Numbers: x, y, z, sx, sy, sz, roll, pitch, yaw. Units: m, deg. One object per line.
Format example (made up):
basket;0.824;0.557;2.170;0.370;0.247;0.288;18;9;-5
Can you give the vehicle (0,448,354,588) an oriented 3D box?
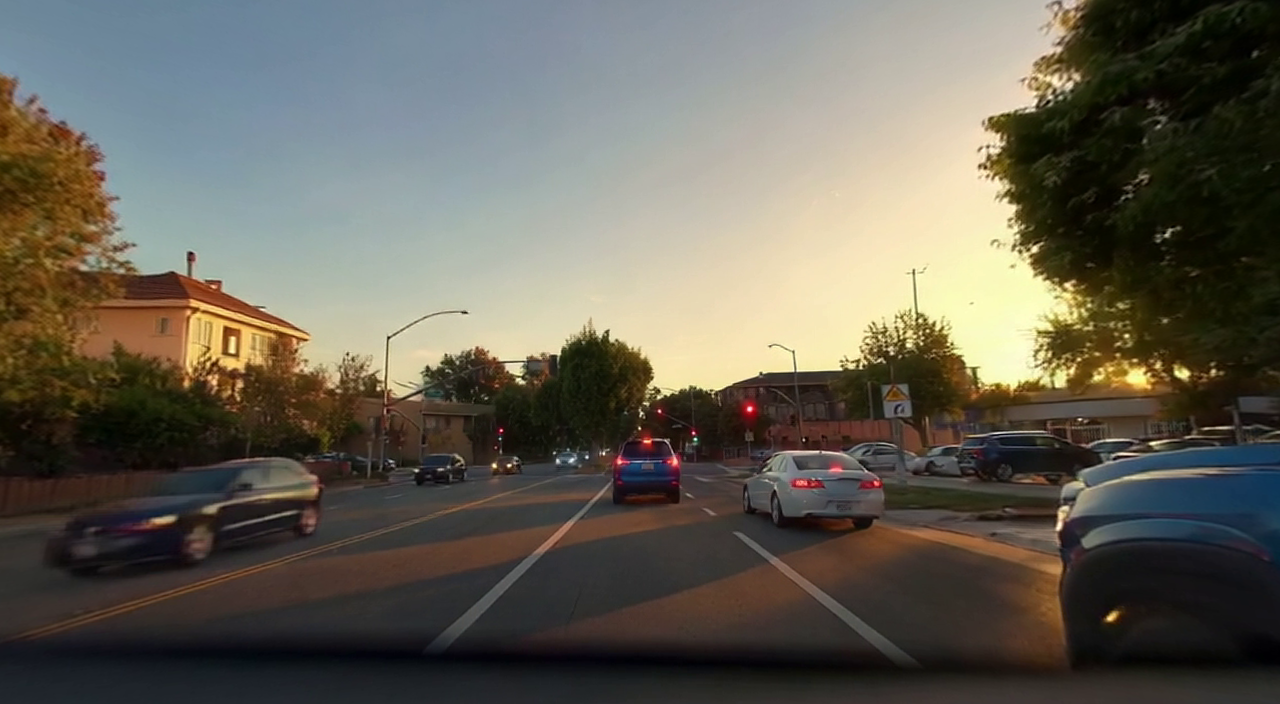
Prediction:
vehicle;-6.321;2.168;9.191;2.054;1.478;4.584;0;-9;0

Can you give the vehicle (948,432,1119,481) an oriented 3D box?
vehicle;13.651;3.631;21.986;4.648;1.583;2.018;0;-9;-2

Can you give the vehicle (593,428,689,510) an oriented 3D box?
vehicle;-0.004;3.134;17.248;2.296;1.947;4.168;0;-9;-1

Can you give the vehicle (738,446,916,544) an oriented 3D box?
vehicle;3.263;2.557;12.017;1.900;1.478;4.425;0;-9;-2

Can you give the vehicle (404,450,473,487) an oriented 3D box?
vehicle;-10.587;6.106;33.380;2.161;1.764;4.725;0;-9;-1

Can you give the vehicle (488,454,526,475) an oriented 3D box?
vehicle;-10.280;8.707;48.814;1.962;1.458;4.505;0;-9;0

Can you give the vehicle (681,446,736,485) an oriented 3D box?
vehicle;3.267;5.481;30.698;2.138;1.729;4.178;0;-9;-1

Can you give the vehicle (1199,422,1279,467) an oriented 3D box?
vehicle;26.336;3.840;26.034;4.288;1.776;1.928;0;-9;1

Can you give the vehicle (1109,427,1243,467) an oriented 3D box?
vehicle;26.693;4.731;31.377;4.704;1.919;2.130;0;-9;-2
